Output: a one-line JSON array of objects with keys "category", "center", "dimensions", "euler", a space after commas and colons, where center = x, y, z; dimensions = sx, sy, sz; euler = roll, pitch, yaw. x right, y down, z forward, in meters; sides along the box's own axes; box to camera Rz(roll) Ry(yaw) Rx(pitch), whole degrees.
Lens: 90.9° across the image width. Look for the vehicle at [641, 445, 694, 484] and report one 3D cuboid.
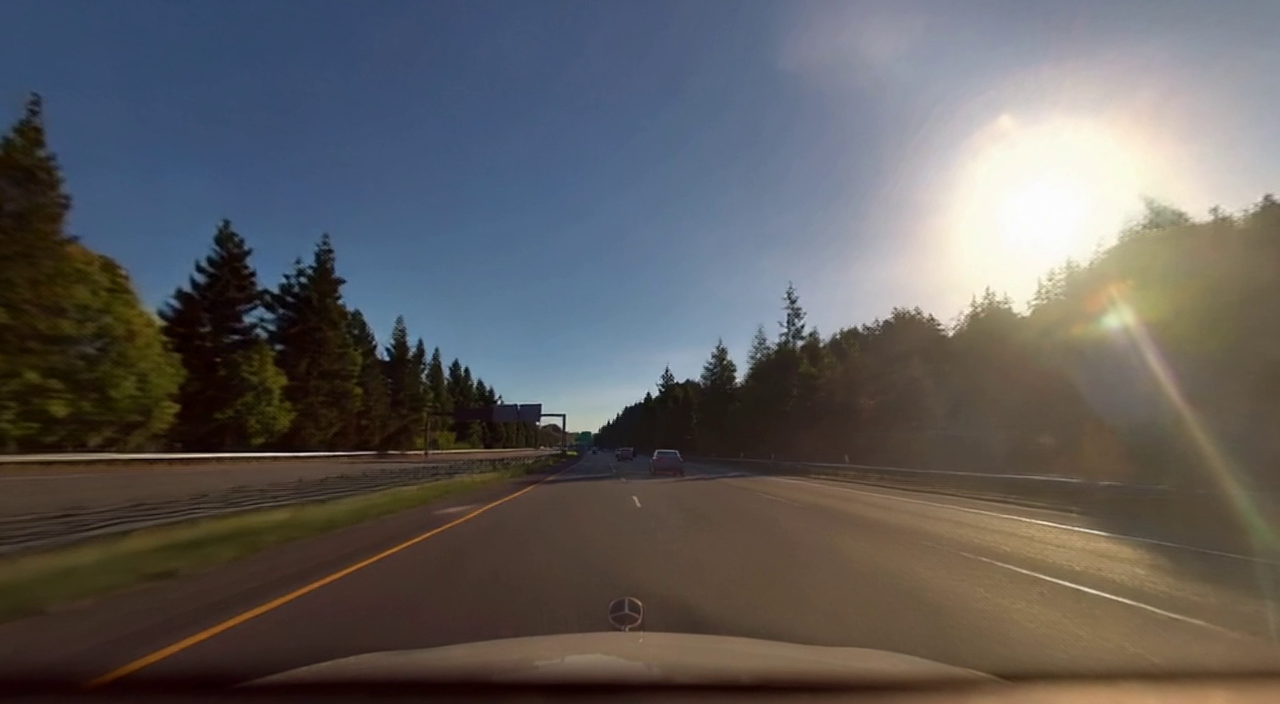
[{"category": "vehicle", "center": [1.162, 4.983, 28.126], "dimensions": [2.011, 1.590, 3.607], "euler": [0, -9, -3]}]
